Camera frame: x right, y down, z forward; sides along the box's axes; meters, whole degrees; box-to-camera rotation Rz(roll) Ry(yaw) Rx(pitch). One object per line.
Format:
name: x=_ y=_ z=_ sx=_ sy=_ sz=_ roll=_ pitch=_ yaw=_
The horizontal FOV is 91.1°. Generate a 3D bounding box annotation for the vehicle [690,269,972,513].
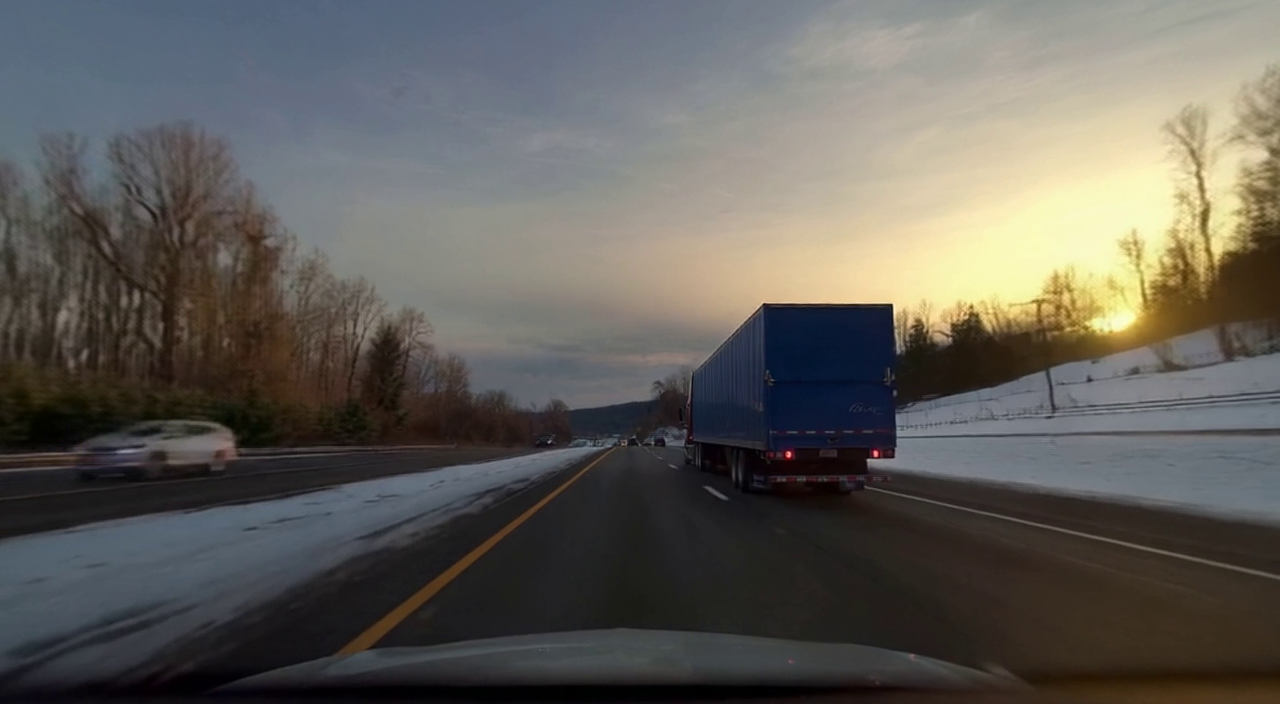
vehicle: x=3.952 y=1.777 z=19.459 sx=3.203 sy=4.273 sz=17.131 roll=0 pitch=-8 yaw=-1

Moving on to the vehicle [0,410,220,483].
vehicle: x=-12.809 y=2.322 z=15.641 sx=1.878 sy=1.556 sz=4.128 roll=0 pitch=-8 yaw=0
